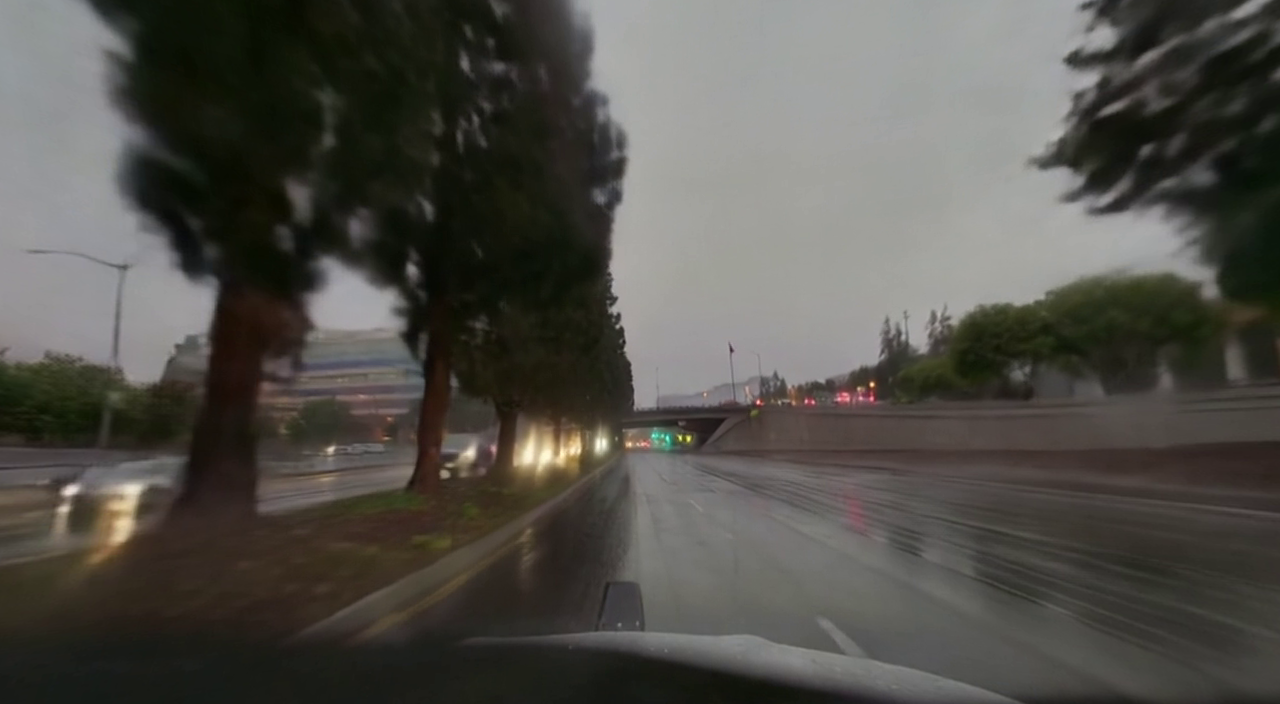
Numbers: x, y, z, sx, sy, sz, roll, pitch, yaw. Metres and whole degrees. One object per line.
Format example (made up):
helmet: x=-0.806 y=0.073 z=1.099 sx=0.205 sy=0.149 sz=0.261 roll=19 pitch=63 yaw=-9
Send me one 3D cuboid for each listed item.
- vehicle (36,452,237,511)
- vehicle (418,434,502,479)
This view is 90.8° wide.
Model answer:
vehicle: x=-15.350 y=3.928 z=19.756 sx=2.167 sy=1.506 sz=4.924 roll=0 pitch=-8 yaw=1
vehicle: x=-8.582 y=5.035 z=30.805 sx=2.312 sy=1.970 sz=5.878 roll=0 pitch=-8 yaw=1
